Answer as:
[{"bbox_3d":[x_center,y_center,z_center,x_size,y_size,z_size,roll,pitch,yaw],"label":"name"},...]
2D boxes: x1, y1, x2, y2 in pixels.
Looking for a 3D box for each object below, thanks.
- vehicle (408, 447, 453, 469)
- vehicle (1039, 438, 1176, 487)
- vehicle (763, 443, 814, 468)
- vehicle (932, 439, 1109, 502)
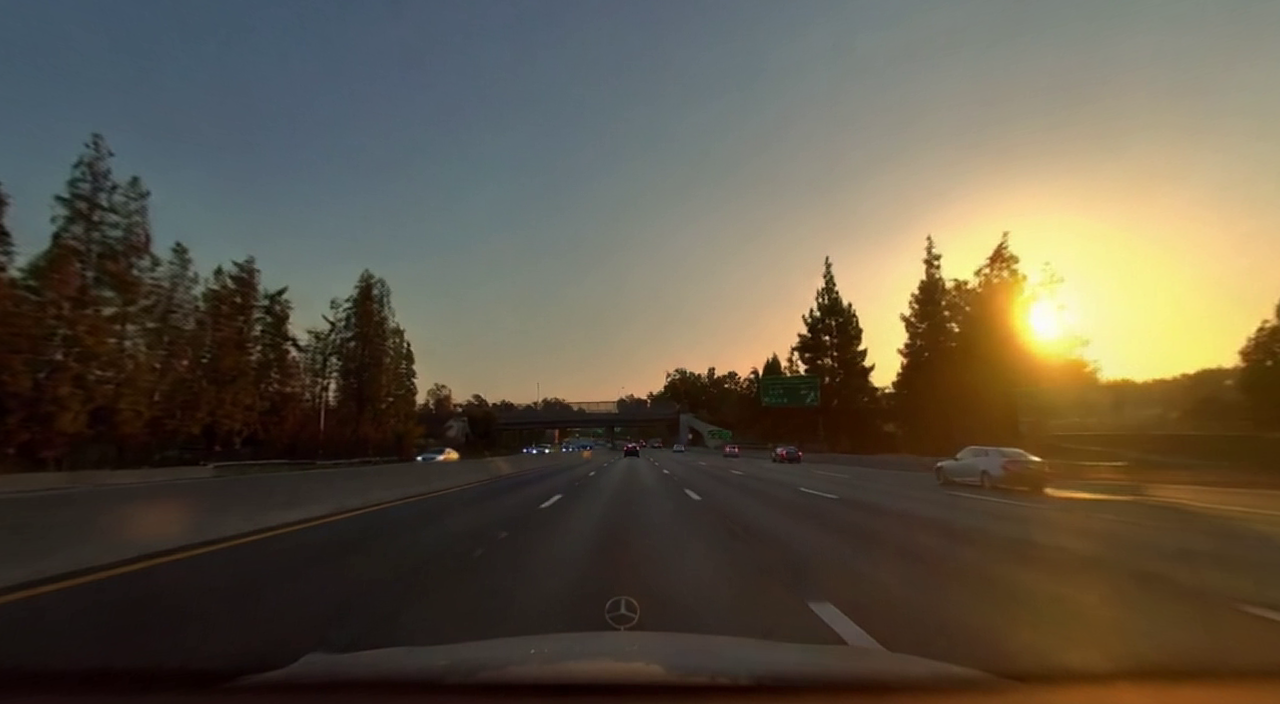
[{"bbox_3d":[-14.800,7.519,44.839,1.895,1.444,3.835,0,-9,0],"label":"vehicle"},{"bbox_3d":[15.793,3.729,21.571,2.354,1.516,3.035,0,-8,3],"label":"vehicle"},{"bbox_3d":[9.641,6.750,41.309,2.075,1.496,4.573,1,-9,-2],"label":"vehicle"},{"bbox_3d":[10.526,3.296,18.071,1.962,1.536,4.945,1,-9,-1],"label":"vehicle"}]
